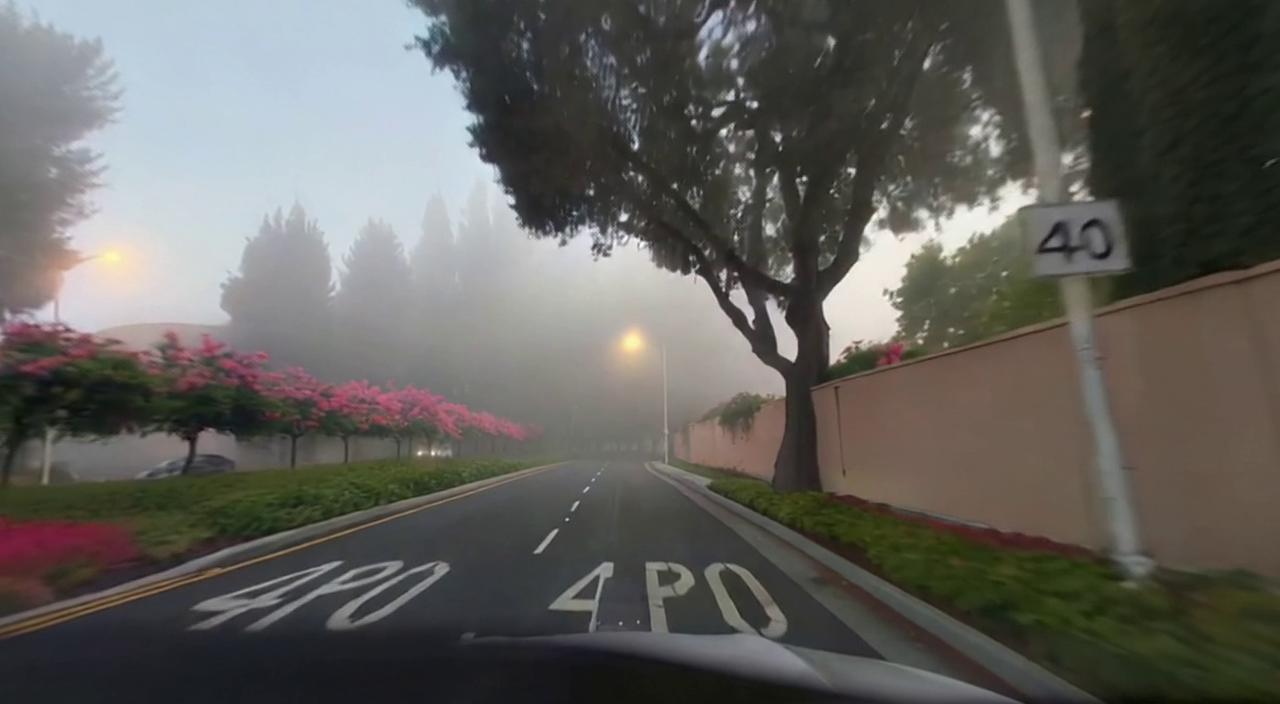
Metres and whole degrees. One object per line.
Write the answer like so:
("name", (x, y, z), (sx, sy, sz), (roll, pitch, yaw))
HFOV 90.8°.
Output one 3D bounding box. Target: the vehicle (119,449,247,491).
("vehicle", (-16.978, 4.366, 23.745), (1.827, 1.404, 4.141), (1, -8, -3))
